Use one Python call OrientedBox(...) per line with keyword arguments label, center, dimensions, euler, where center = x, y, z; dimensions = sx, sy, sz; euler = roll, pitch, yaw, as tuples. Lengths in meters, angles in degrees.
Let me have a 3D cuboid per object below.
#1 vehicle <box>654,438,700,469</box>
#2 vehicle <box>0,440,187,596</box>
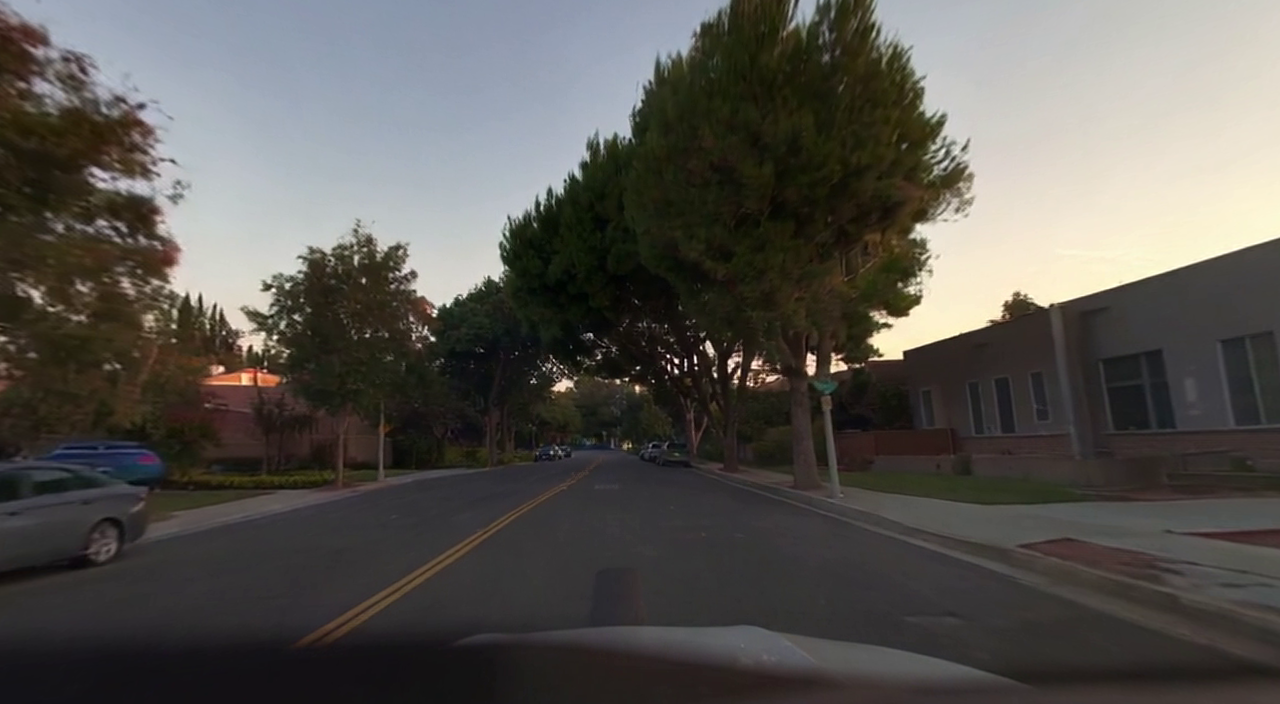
OrientedBox(label="vehicle", center=(2.247, 6.345, 39.696), dimensions=(2.248, 1.821, 5.021), euler=(0, -8, -4))
OrientedBox(label="vehicle", center=(-7.397, 1.810, 6.844), dimensions=(1.928, 1.537, 4.439), euler=(-4, -8, -3))
